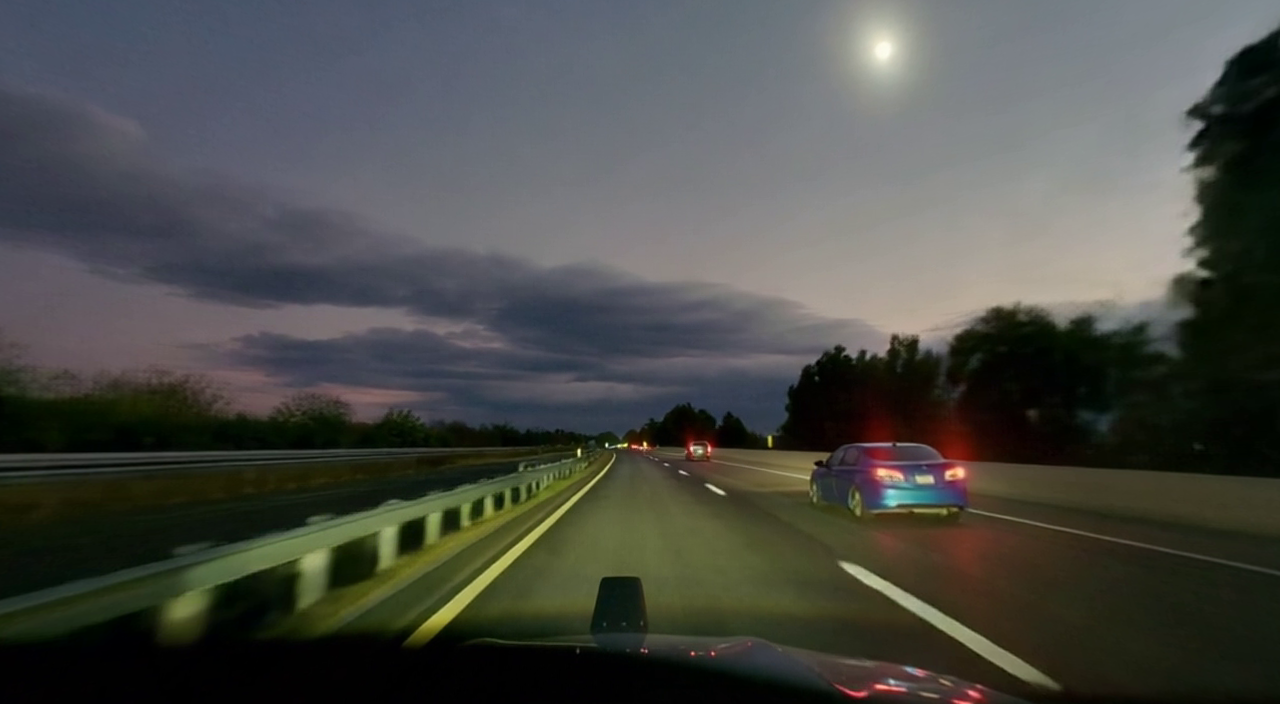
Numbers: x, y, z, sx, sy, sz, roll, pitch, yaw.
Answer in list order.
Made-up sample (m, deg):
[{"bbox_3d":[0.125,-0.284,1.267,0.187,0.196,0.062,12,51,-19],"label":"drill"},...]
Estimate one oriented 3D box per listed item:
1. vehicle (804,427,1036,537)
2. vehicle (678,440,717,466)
[{"bbox_3d":[4.514,2.140,11.031,2.072,1.528,4.176,0,-8,-1],"label":"vehicle"},{"bbox_3d":[3.582,6.326,39.678,1.945,1.538,3.729,0,-8,-2],"label":"vehicle"}]
